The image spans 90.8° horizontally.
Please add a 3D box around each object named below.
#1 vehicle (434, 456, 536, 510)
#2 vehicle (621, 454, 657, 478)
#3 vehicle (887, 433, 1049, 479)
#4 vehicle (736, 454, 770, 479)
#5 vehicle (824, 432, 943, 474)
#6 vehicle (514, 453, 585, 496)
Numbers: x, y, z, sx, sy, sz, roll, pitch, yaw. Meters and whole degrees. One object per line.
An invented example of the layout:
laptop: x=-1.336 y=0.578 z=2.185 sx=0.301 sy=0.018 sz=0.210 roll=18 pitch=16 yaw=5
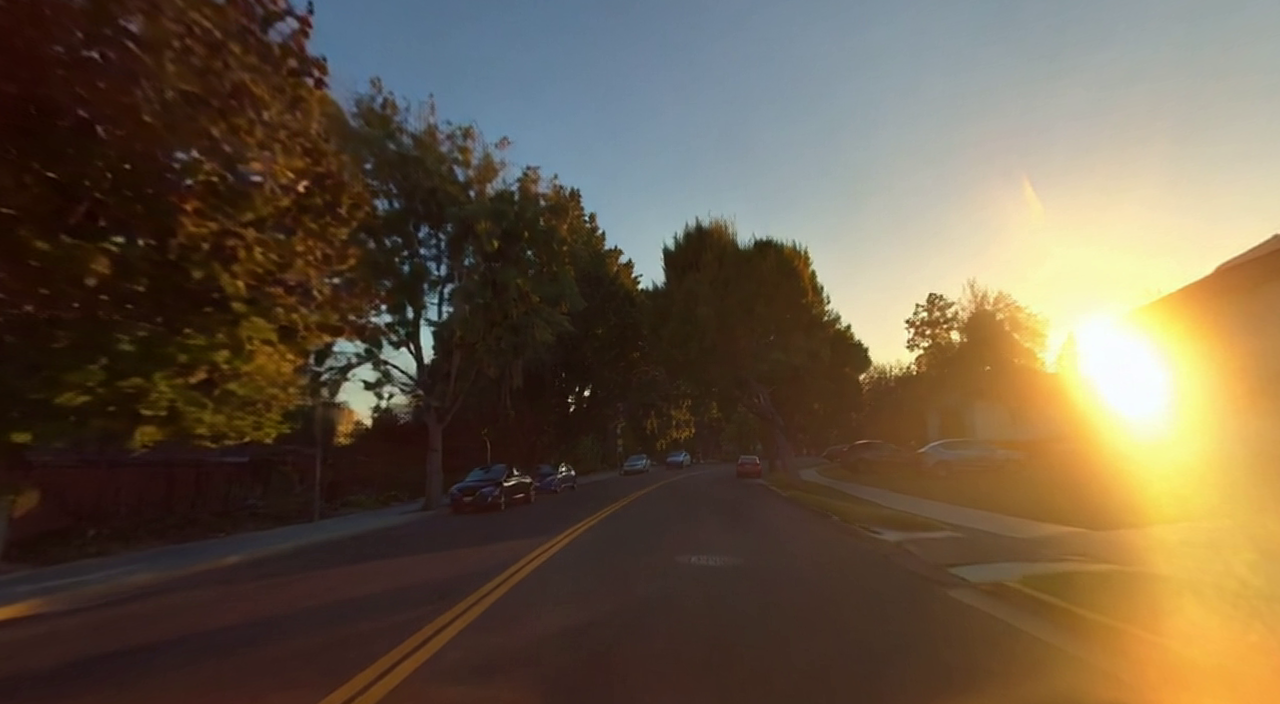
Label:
vehicle: x=-4.873 y=4.339 z=20.522 sx=1.886 sy=1.494 sz=4.149 roll=-2 pitch=-15 yaw=6
vehicle: x=-0.025 y=8.893 z=49.017 sx=2.005 sy=1.557 sz=4.172 roll=-3 pitch=-14 yaw=11
vehicle: x=11.813 y=3.778 z=23.016 sx=4.744 sy=1.507 sz=1.953 roll=-1 pitch=-9 yaw=3
vehicle: x=7.320 y=7.366 z=40.976 sx=1.972 sy=1.460 sz=4.137 roll=-2 pitch=-9 yaw=10
vehicle: x=11.677 y=4.901 z=30.626 sx=5.009 sy=1.906 sz=2.046 roll=-2 pitch=-9 yaw=11
vehicle: x=-3.864 y=5.446 z=27.784 sx=1.972 sy=1.536 sz=4.347 roll=-3 pitch=-15 yaw=7
